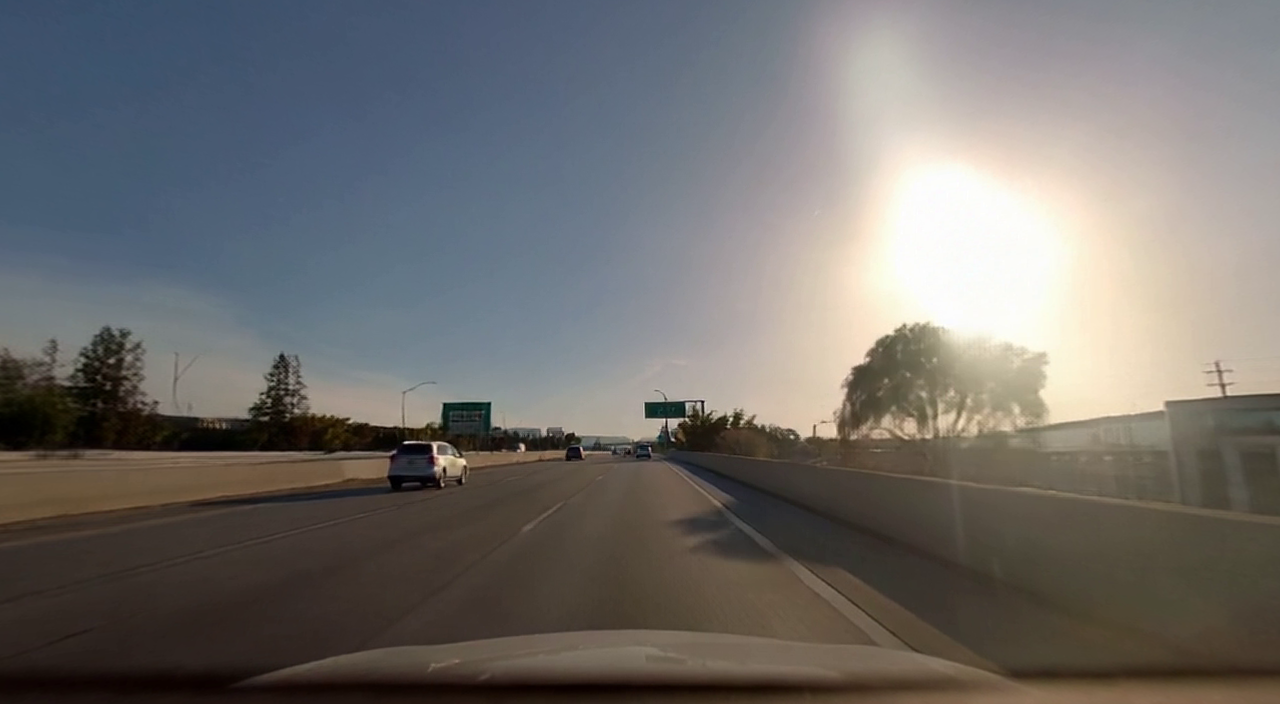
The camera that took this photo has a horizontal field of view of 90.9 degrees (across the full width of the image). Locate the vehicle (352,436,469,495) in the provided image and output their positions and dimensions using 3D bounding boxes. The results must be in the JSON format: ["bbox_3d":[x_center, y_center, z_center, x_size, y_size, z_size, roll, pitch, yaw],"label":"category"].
[{"bbox_3d":[-7.250,3.627,20.502,2.088,1.678,4.426,0,-8,1],"label":"vehicle"}]

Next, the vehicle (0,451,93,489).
[{"bbox_3d":[-28.650,5.450,29.475,1.968,1.600,4.581,0,-8,0],"label":"vehicle"}]
